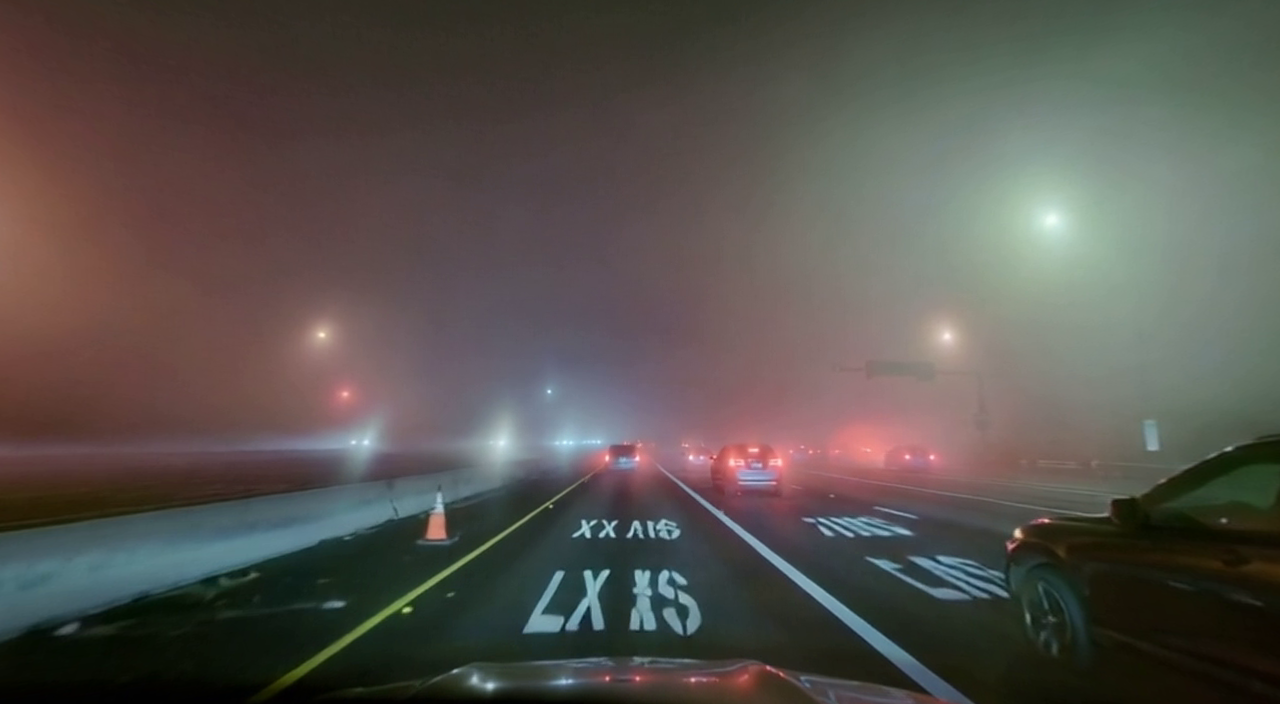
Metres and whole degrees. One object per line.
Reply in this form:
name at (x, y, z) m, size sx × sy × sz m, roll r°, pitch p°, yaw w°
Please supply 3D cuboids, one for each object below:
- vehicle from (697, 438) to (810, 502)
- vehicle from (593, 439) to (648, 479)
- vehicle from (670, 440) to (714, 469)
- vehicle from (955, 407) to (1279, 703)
vehicle at (2.816, 3.044, 16.784) m, size 2.042 × 1.460 × 4.451 m, roll 0°, pitch -8°, yaw -2°
vehicle at (-0.775, 4.377, 26.085) m, size 2.069 × 1.470 × 4.004 m, roll 0°, pitch -8°, yaw -1°
vehicle at (2.839, 5.756, 35.591) m, size 1.916 × 1.487 × 4.117 m, roll 0°, pitch -8°, yaw -3°
vehicle at (3.258, 0.937, 2.283) m, size 1.996 × 1.455 × 4.281 m, roll 0°, pitch -8°, yaw 0°
